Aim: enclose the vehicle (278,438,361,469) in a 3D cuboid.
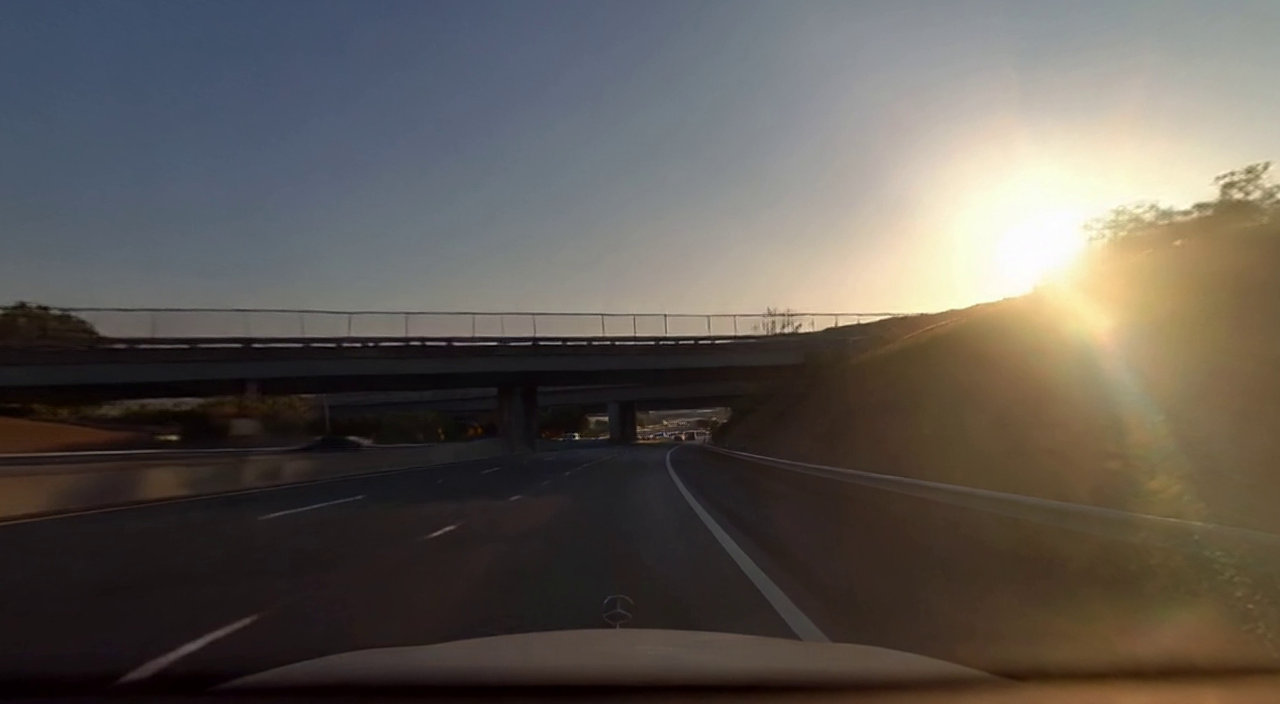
[{"bbox_3d":[-17.091,5.413,33.829,1.992,1.547,4.627,0,-8,1],"label":"vehicle"}]
